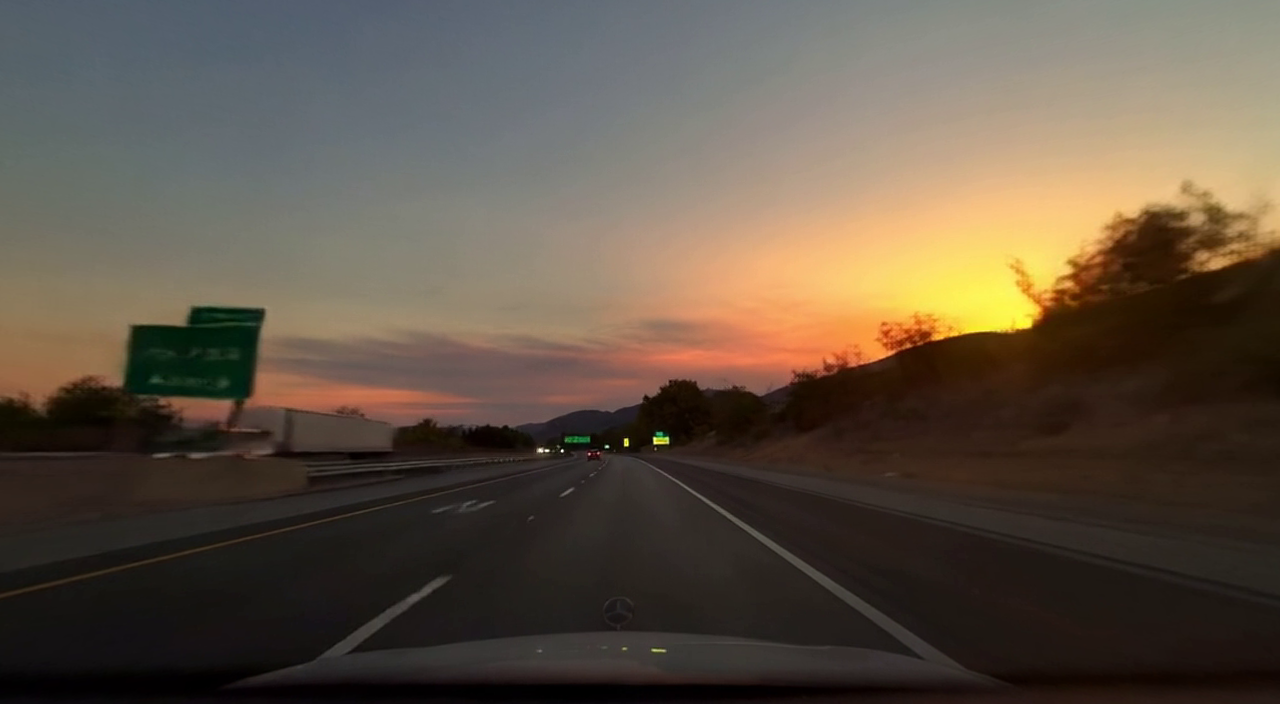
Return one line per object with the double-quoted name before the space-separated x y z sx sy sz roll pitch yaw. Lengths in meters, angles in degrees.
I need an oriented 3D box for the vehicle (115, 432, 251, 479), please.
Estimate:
"vehicle" -17.147 3.909 23.917 1.911 1.593 4.372 0 -9 -1
